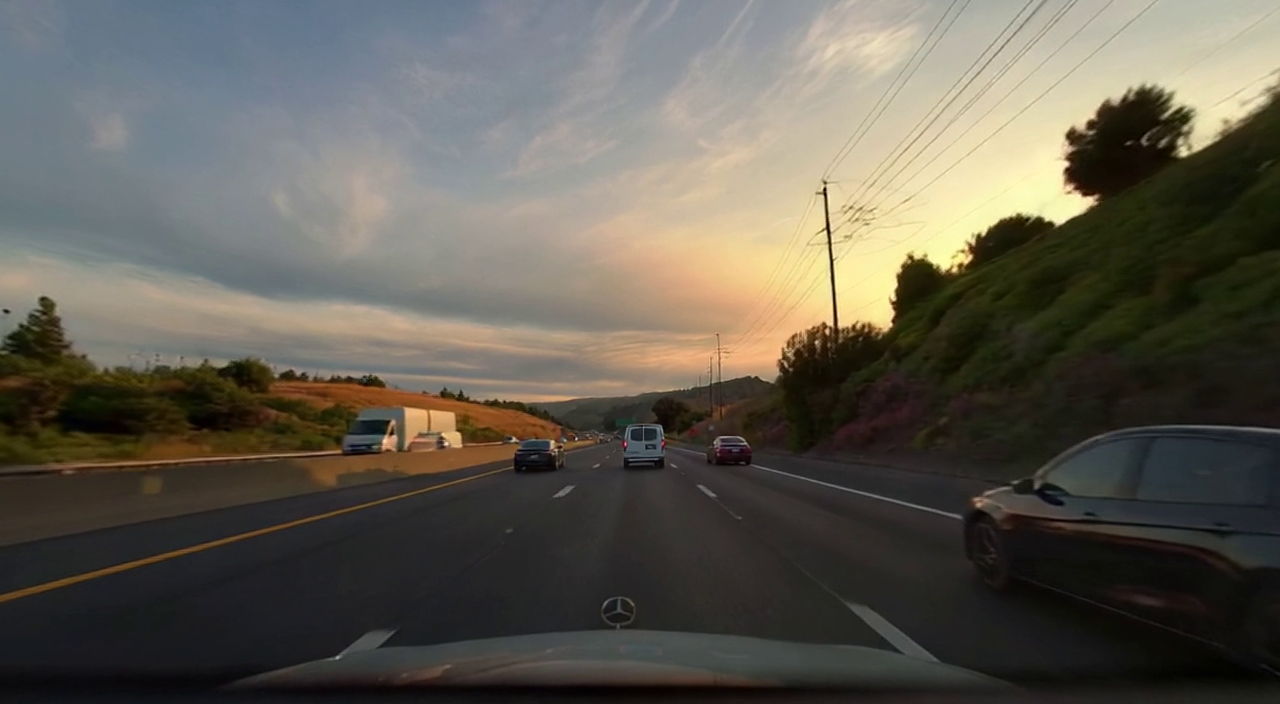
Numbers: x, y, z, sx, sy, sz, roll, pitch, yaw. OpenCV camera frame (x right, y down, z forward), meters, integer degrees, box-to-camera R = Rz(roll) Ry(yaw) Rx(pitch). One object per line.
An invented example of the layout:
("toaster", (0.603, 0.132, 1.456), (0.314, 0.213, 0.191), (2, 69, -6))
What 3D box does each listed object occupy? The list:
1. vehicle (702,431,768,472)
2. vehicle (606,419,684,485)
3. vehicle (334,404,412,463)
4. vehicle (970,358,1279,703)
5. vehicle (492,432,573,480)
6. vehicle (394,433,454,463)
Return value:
("vehicle", (3.890, 4.147, 26.706), (1.923, 1.562, 4.691), (0, -8, -2))
("vehicle", (0.101, 3.074, 19.692), (2.159, 1.811, 4.238), (0, -7, -1))
("vehicle", (-19.423, 5.977, 46.329), (3.109, 3.990, 5.971), (0, -8, -1))
("vehicle", (3.648, 0.910, 3.110), (2.038, 1.621, 3.622), (0, -7, 0))
("vehicle", (-3.697, 3.639, 22.583), (2.093, 1.517, 4.648), (0, -7, 0))
("vehicle", (-12.008, 5.340, 35.401), (1.885, 1.554, 4.280), (0, -7, -1))
